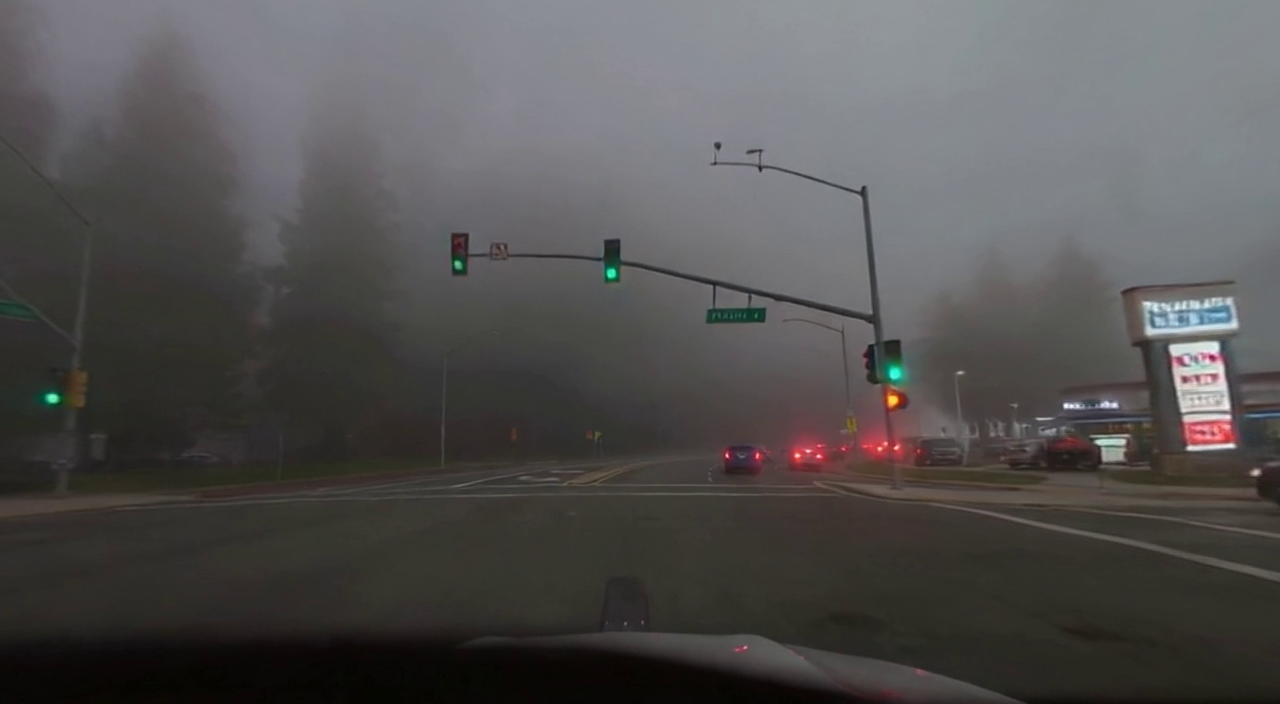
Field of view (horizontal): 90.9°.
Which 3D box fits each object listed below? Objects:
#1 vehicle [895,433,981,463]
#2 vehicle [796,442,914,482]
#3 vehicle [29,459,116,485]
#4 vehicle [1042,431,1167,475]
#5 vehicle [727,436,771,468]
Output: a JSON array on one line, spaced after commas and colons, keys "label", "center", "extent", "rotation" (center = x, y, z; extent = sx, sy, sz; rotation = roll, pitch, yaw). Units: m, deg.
[{"label": "vehicle", "center": [18.906, 6.119, 40.247], "extent": [4.557, 1.825, 2.350], "rotation": [-3, -9, 15]}, {"label": "vehicle", "center": [8.741, 4.508, 26.081], "extent": [1.938, 1.466, 4.434], "rotation": [4, -10, -28]}, {"label": "vehicle", "center": [-34.898, 7.342, 38.881], "extent": [1.702, 1.407, 4.019], "rotation": [0, -9, -2]}, {"label": "vehicle", "center": [20.668, 4.472, 28.064], "extent": [4.707, 1.790, 2.357], "rotation": [4, -9, -24]}, {"label": "vehicle", "center": [6.310, 5.722, 36.209], "extent": [2.311, 1.715, 4.287], "rotation": [-2, -9, 11]}]
